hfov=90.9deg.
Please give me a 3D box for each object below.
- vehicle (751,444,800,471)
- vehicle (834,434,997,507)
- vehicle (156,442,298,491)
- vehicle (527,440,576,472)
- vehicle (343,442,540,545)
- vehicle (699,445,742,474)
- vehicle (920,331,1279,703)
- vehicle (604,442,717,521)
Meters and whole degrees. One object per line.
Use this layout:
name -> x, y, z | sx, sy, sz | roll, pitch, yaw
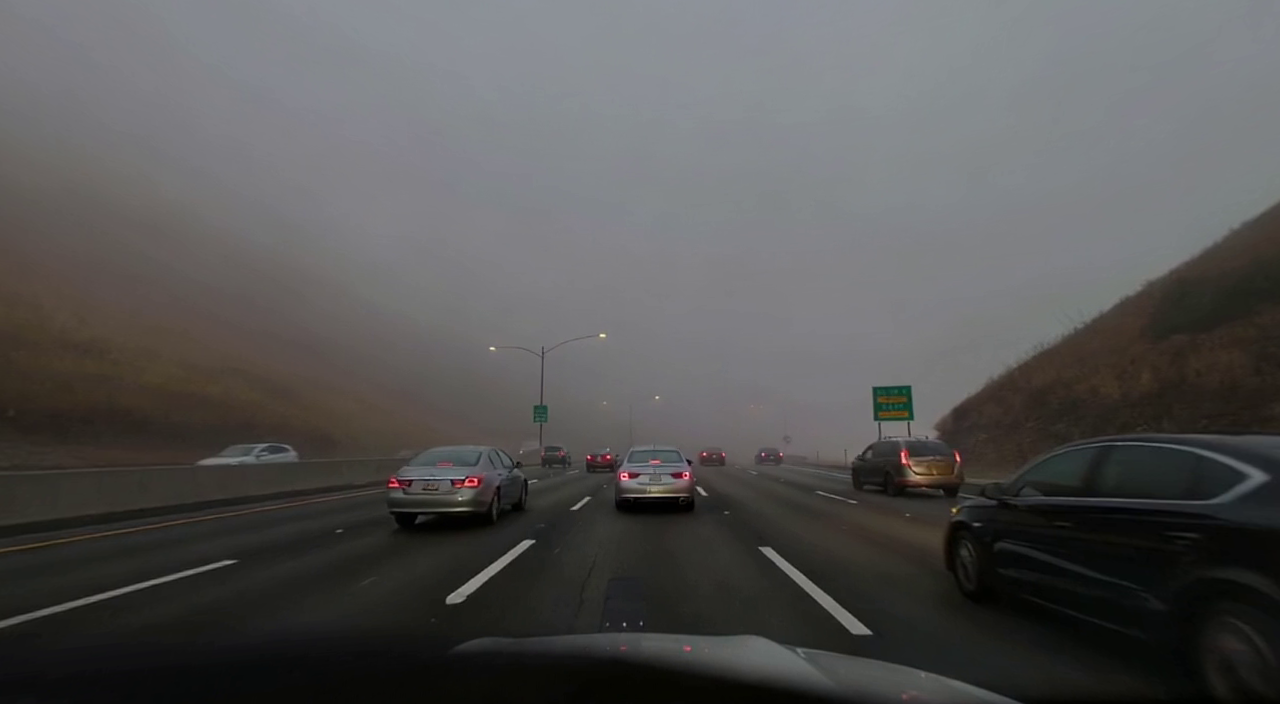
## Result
vehicle -> 8.197, 6.390, 38.582 | 2.097, 1.515, 4.593 | -1, -8, 2
vehicle -> 6.839, 2.988, 16.394 | 2.032, 1.580, 4.928 | 0, -9, 0
vehicle -> -16.465, 4.564, 25.575 | 2.126, 1.757, 5.178 | -1, -9, 2
vehicle -> -5.648, 6.705, 40.833 | 2.163, 1.899, 4.805 | -1, -9, 4
vehicle -> -3.198, 2.352, 11.260 | 2.017, 1.446, 4.384 | 0, -8, 1
vehicle -> 4.466, 6.023, 35.687 | 1.966, 1.490, 4.410 | -1, -8, 2
vehicle -> 3.377, 0.865, 2.888 | 2.083, 1.693, 4.740 | -1, -9, 1
vehicle -> 0.392, 2.677, 13.611 | 2.072, 1.431, 3.904 | 0, -8, 1
